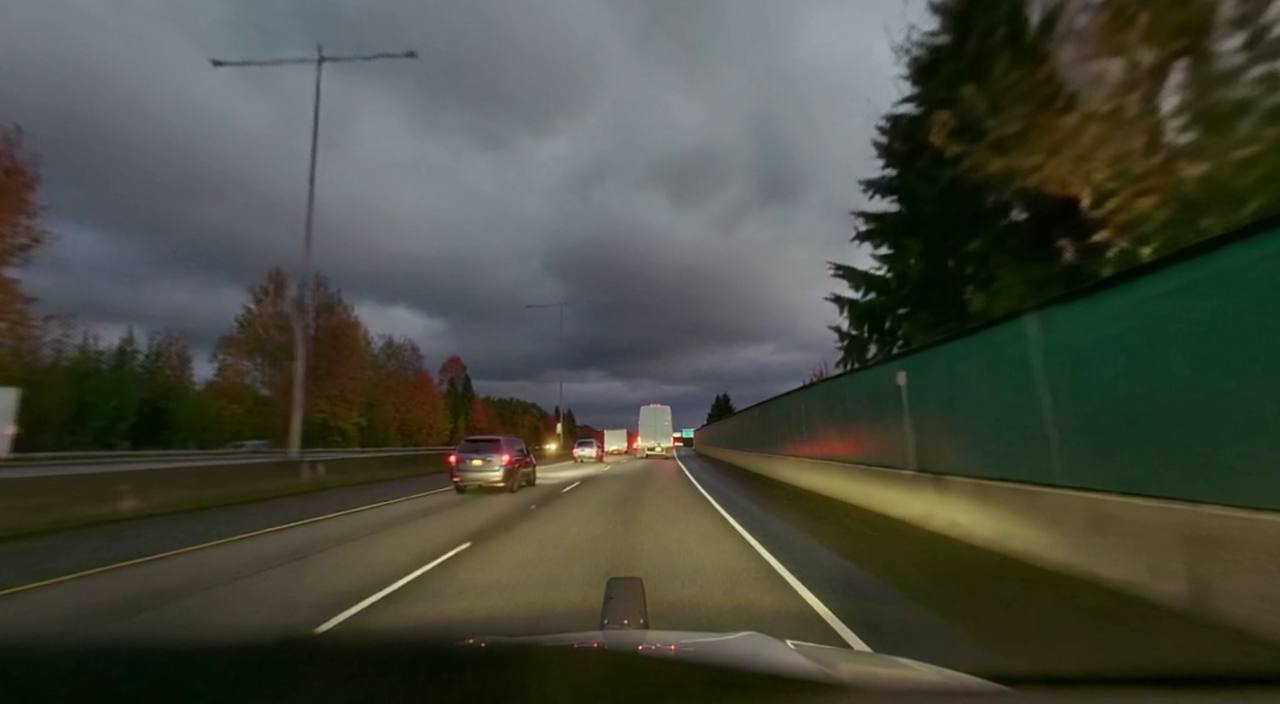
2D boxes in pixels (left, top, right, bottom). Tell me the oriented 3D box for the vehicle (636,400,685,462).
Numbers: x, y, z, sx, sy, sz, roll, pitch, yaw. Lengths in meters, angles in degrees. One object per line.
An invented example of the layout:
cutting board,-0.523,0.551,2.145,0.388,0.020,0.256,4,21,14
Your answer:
vehicle,1.377,5.481,43.090,2.933,3.701,10.425,0,-8,2

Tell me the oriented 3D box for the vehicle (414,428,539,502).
vehicle,-3.797,2.680,15.371,1.927,1.556,3.921,0,-8,1

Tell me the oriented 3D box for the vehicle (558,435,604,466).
vehicle,-3.176,5.411,34.636,1.962,1.575,4.158,0,-8,2
